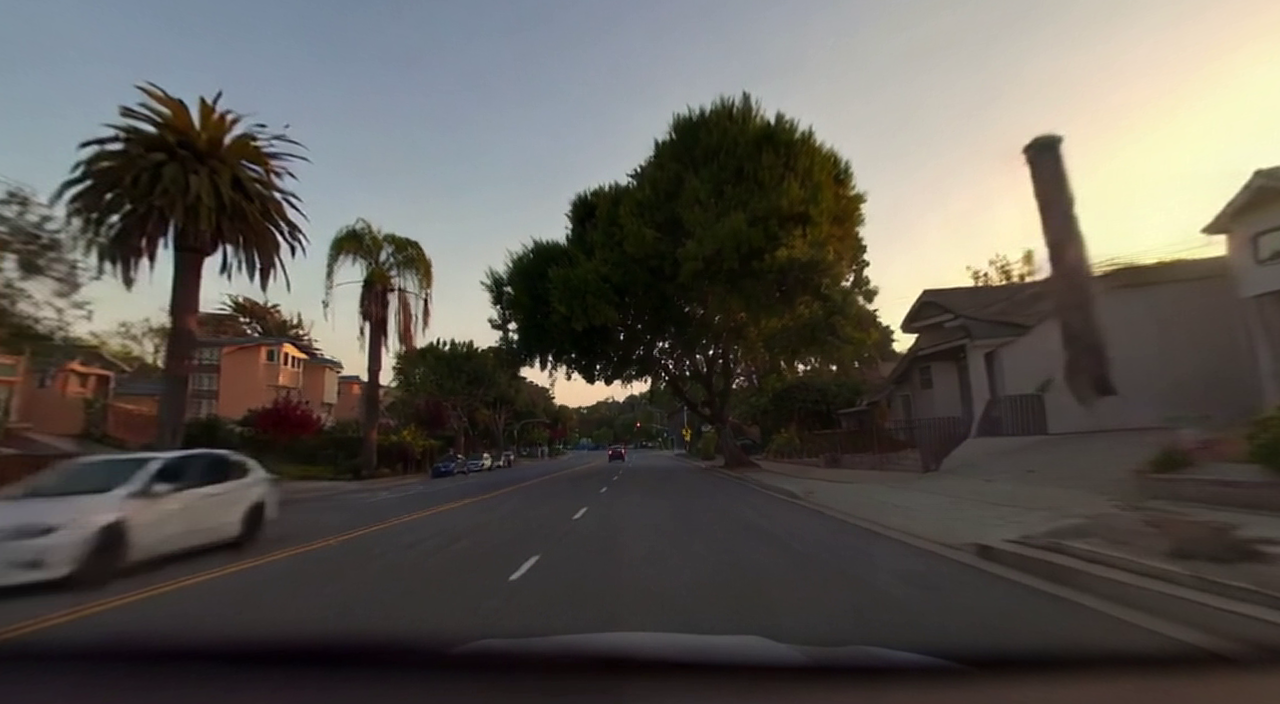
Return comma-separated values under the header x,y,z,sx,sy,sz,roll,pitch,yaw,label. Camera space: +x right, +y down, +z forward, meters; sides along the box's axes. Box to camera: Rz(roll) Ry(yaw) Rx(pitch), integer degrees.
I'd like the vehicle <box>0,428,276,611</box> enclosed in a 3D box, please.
x,y,z,sx,sy,sz,roll,pitch,yaw,label
-7.326,1.992,8.543,1.992,1.802,4.602,0,-8,1,vehicle
